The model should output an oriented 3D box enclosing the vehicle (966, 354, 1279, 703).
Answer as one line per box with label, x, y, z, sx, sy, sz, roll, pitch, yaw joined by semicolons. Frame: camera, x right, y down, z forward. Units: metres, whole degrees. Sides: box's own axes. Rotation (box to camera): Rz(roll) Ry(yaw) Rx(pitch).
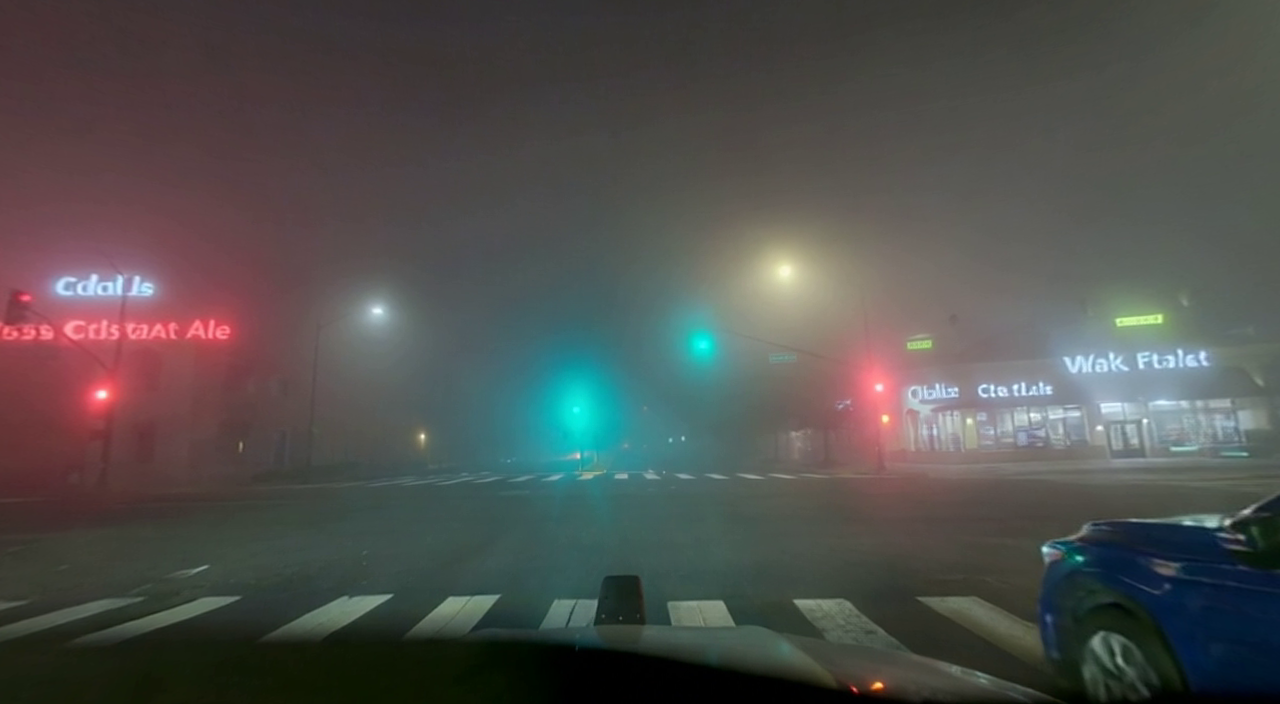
vehicle;3.040;0.730;1.311;2.015;1.641;4.995;0;-9;0
